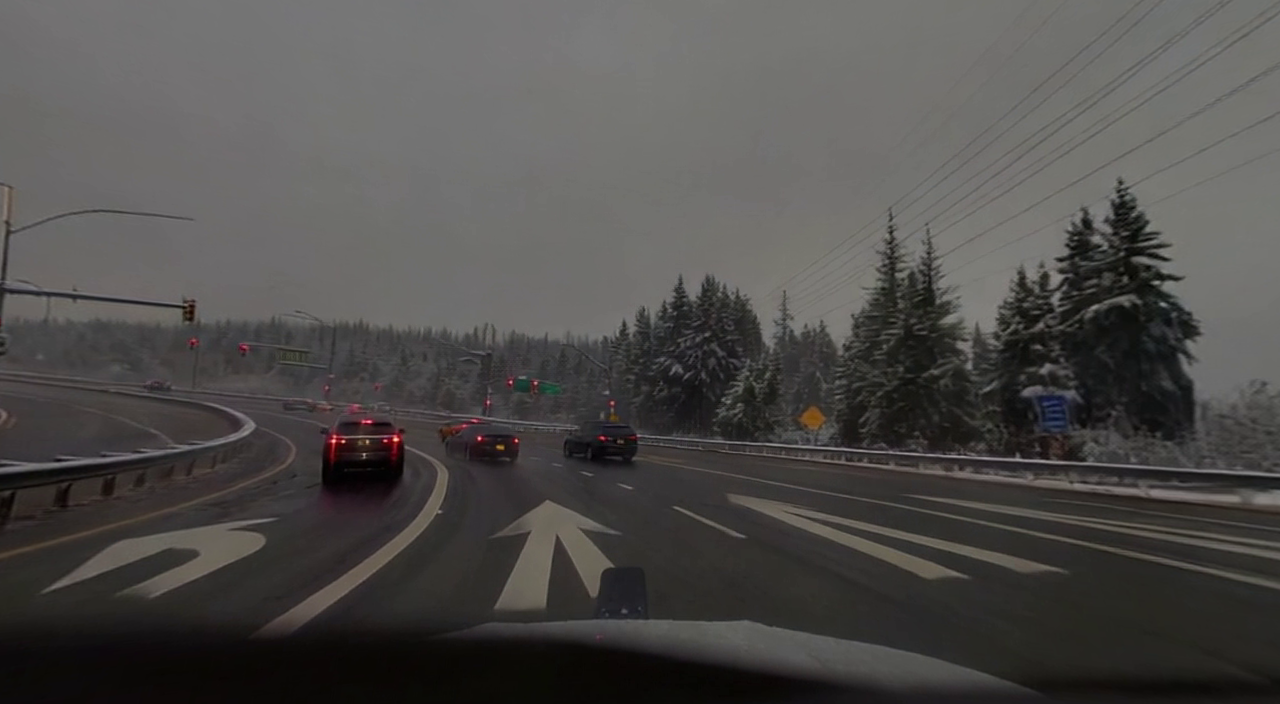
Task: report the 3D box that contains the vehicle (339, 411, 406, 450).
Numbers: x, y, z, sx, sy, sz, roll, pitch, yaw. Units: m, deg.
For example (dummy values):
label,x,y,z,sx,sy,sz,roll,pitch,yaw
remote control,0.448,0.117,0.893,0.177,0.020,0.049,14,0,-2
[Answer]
label,x,y,z,sx,sy,sz,roll,pitch,yaw
vehicle,-11.686,3.464,27.364,2.033,1.501,4.623,5,-10,-29

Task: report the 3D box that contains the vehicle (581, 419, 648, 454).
label,x,y,z,sx,sy,sz,roll,pitch,yaw
vehicle,-1.567,4.892,36.222,2.079,1.807,4.682,4,-9,-27

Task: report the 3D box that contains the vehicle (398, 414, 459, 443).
label,x,y,z,sx,sy,sz,roll,pitch,yaw
vehicle,-11.803,4.305,35.019,1.832,1.473,4.364,6,-11,-37

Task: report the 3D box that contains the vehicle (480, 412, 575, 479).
label,x,y,z,sx,sy,sz,roll,pitch,yaw
vehicle,-3.454,2.766,18.673,2.140,1.724,4.304,3,-9,-18

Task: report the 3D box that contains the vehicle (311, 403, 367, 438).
label,x,y,z,sx,sy,sz,roll,pitch,yaw
vehicle,-16.544,3.809,34.543,2.076,1.747,4.285,6,-10,-33
